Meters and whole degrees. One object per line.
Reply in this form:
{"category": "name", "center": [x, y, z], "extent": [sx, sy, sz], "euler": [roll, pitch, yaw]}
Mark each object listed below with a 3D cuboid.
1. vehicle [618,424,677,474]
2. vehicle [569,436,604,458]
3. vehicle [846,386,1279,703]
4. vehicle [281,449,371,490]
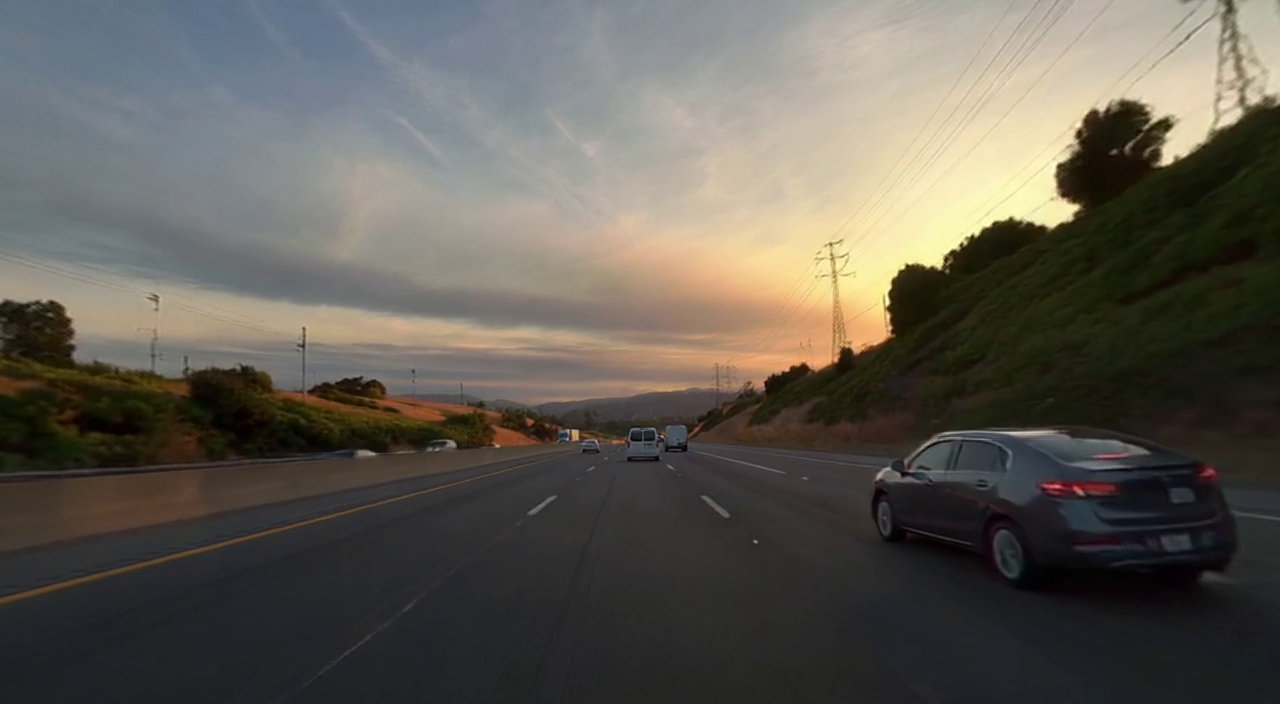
{"category": "vehicle", "center": [0.232, 3.866, 25.351], "extent": [2.159, 1.811, 4.238], "euler": [0, -8, -1]}
{"category": "vehicle", "center": [-3.780, 6.745, 45.083], "extent": [2.093, 1.517, 4.648], "euler": [0, -8, 0]}
{"category": "vehicle", "center": [3.633, 1.263, 5.542], "extent": [1.923, 1.562, 4.691], "euler": [0, -8, -2]}
{"category": "vehicle", "center": [-12.344, 4.599, 25.062], "extent": [1.705, 1.402, 3.791], "euler": [0, -7, -1]}
